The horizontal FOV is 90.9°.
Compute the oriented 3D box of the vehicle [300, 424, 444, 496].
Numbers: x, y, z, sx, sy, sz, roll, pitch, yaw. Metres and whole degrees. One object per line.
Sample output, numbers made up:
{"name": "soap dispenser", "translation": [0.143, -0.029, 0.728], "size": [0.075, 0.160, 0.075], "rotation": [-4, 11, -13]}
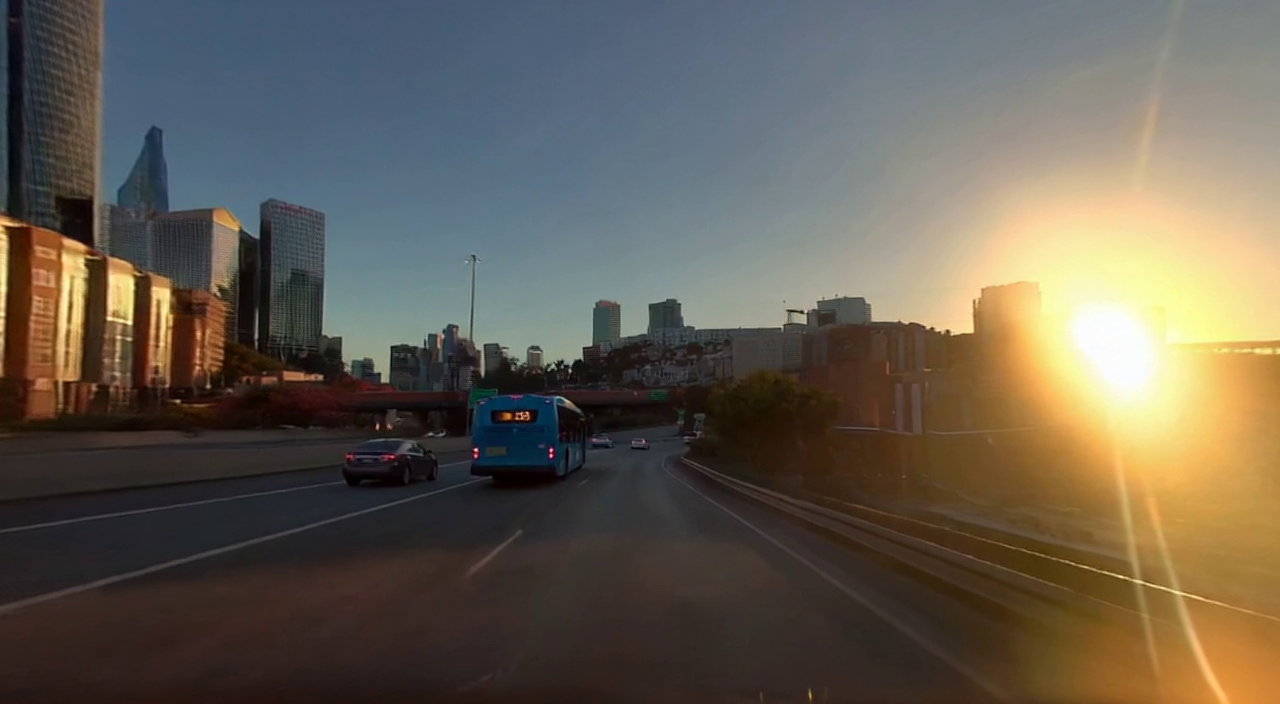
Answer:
{"name": "vehicle", "translation": [-7.091, 2.926, 17.310], "size": [1.993, 1.690, 4.450], "rotation": [0, -9, 0]}

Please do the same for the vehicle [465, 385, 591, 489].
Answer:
{"name": "vehicle", "translation": [-3.511, 3.103, 22.174], "size": [2.888, 2.944, 8.373], "rotation": [0, -9, 0]}
